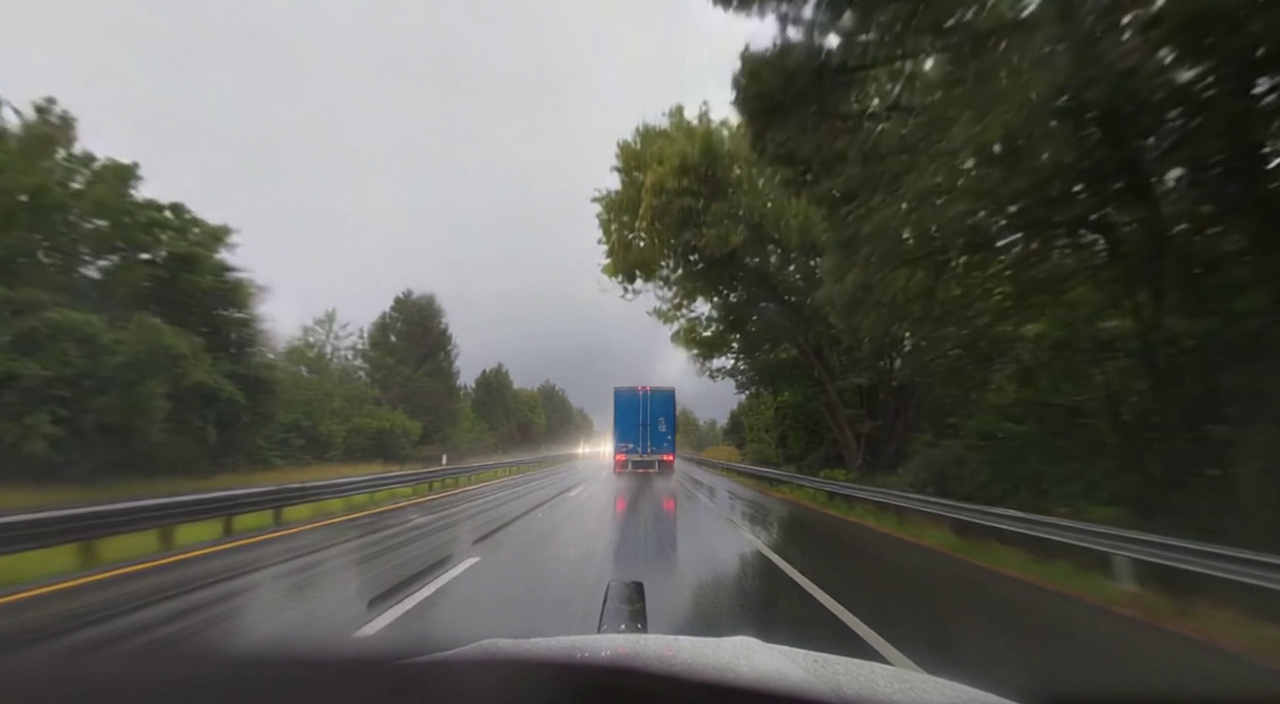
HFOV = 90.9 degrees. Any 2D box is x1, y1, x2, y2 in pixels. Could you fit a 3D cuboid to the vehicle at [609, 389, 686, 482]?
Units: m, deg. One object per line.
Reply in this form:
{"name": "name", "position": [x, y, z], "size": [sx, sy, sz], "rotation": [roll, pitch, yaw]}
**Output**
{"name": "vehicle", "position": [0.136, 3.845, 28.502], "size": [2.913, 3.530, 8.648], "rotation": [0, -9, -2]}
